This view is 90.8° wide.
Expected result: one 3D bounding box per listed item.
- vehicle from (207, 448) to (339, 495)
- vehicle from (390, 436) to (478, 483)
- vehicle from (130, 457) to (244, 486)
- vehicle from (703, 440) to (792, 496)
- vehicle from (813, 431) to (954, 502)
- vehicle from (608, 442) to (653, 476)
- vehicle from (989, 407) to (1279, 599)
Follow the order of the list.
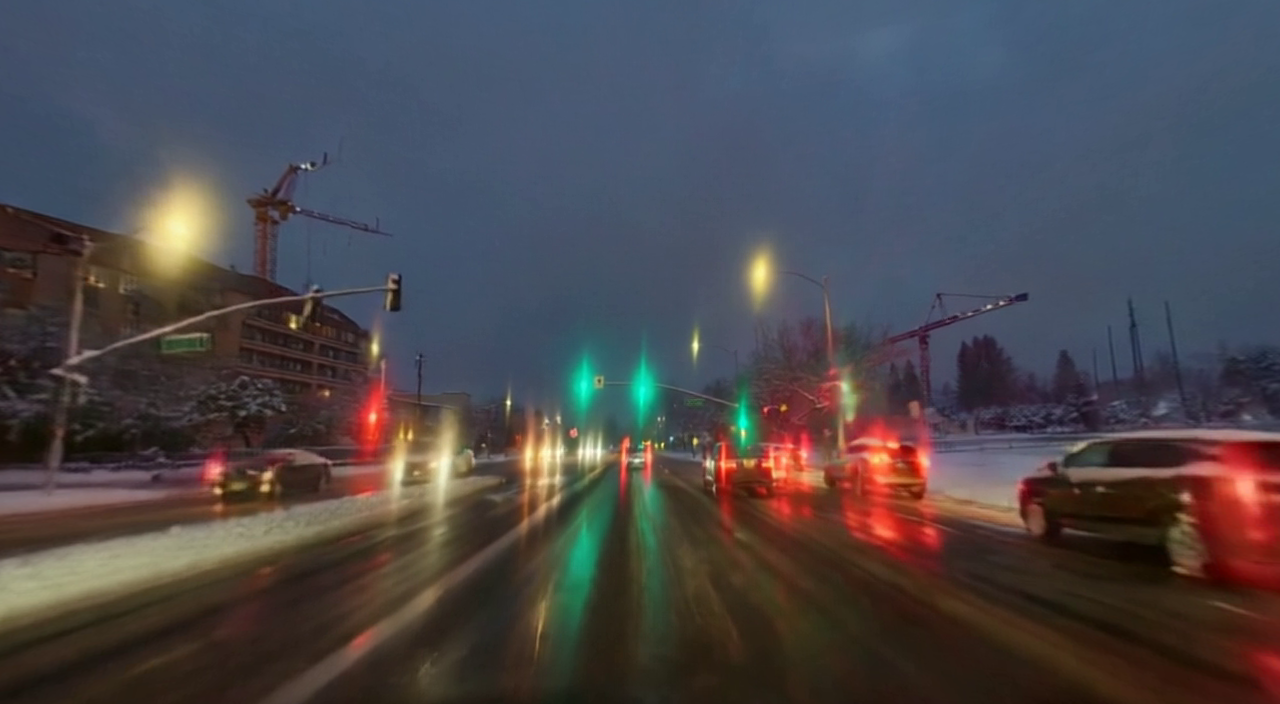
[{"bbox_3d":[-12.629,4.101,22.142,1.943,1.473,4.463,0,-9,0],"label":"vehicle"},{"bbox_3d":[-8.366,4.403,26.179,2.115,1.723,4.698,0,-9,0],"label":"vehicle"},{"bbox_3d":[-24.364,6.411,34.102,4.575,1.414,1.895,0,-9,-5],"label":"vehicle"},{"bbox_3d":[3.097,3.418,19.042,1.910,1.474,4.003,0,-9,-1],"label":"vehicle"},{"bbox_3d":[7.185,3.425,19.453,2.125,1.838,5.555,0,-9,0],"label":"vehicle"},{"bbox_3d":[-0.442,5.040,30.045,2.006,1.487,3.535,0,-9,0],"label":"vehicle"},{"bbox_3d":[7.349,1.775,8.215,2.317,1.852,5.530,0,-9,-2],"label":"vehicle"}]
